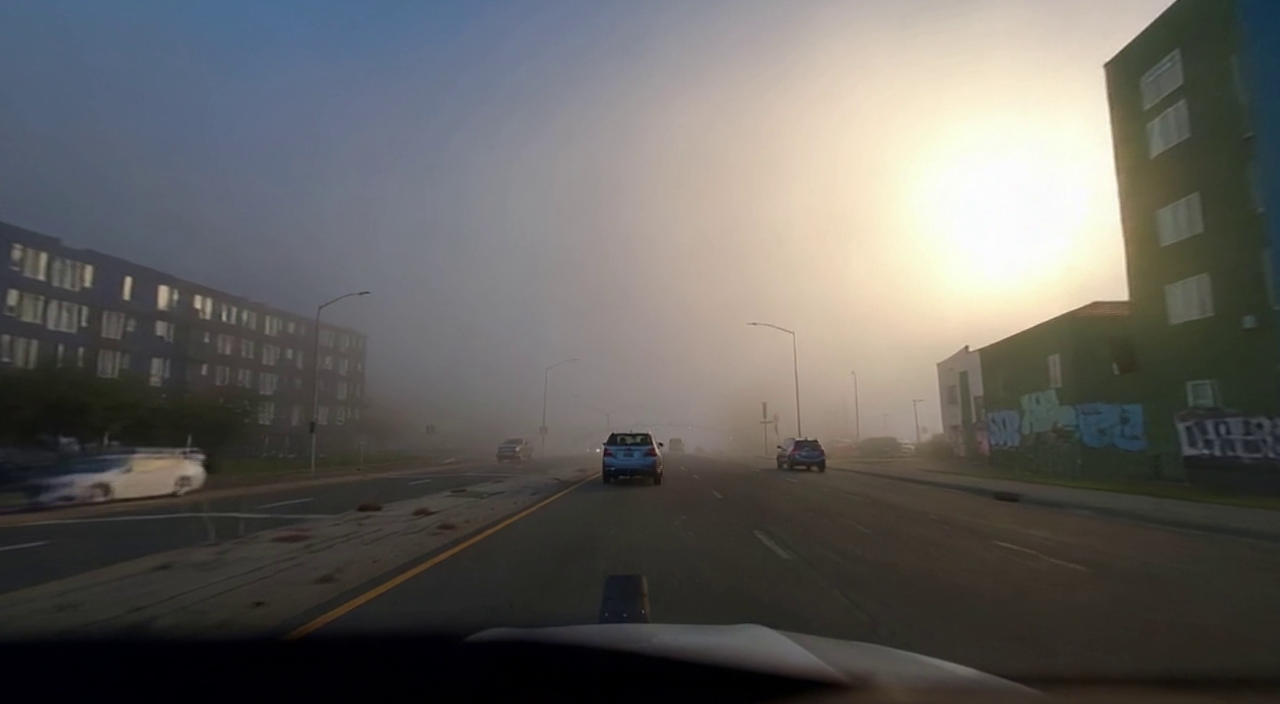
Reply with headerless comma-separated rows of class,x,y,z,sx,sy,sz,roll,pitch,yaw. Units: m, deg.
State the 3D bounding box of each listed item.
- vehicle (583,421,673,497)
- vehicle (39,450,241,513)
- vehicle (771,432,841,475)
vehicle,-0.174,2.896,17.472,2.160,1.786,4.702,-1,-8,3
vehicle,-13.948,3.580,18.020,1.842,1.482,4.386,-1,-8,6
vehicle,7.278,4.476,28.113,1.952,1.749,4.311,0,-8,0
